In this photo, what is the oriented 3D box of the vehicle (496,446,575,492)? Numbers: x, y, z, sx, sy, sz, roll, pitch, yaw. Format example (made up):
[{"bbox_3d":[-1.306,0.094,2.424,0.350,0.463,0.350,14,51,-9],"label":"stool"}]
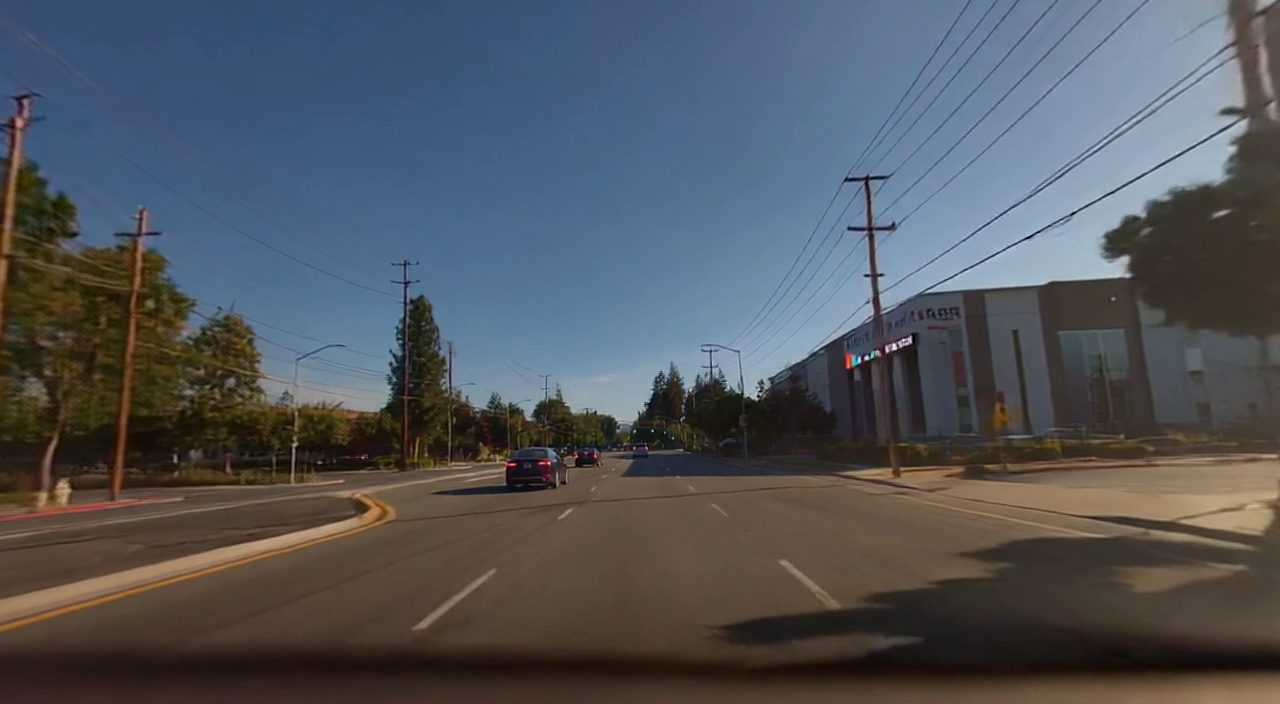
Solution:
[{"bbox_3d":[-3.593,4.104,22.567,2.076,1.444,4.328,-1,-8,0],"label":"vehicle"}]
